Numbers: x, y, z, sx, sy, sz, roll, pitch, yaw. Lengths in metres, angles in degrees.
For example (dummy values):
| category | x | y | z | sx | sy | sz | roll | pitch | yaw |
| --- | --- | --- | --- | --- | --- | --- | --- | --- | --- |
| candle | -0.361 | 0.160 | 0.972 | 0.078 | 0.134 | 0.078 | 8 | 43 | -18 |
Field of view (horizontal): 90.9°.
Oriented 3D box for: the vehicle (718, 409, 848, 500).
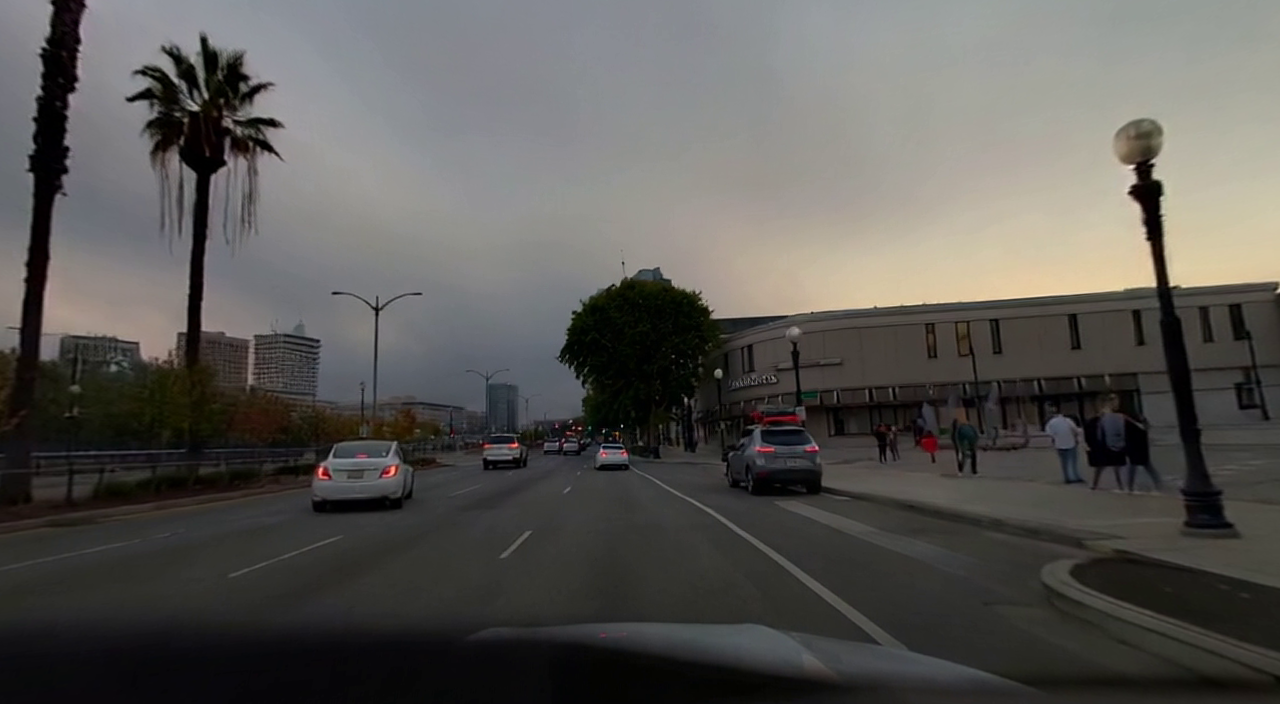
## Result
| category | x | y | z | sx | sy | sz | roll | pitch | yaw |
| --- | --- | --- | --- | --- | --- | --- | --- | --- | --- |
| vehicle | 3.751 | 2.835 | 17.705 | 2.126 | 2.167 | 5.098 | 0 | -9 | -4 |

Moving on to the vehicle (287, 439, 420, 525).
| category | x | y | z | sx | sy | sz | roll | pitch | yaw |
| --- | --- | --- | --- | --- | --- | --- | --- | --- | --- |
| vehicle | -5.905 | 2.659 | 13.573 | 1.930 | 1.477 | 4.657 | 2 | -9 | -17 |

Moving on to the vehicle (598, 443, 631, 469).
| category | x | y | z | sx | sy | sz | roll | pitch | yaw |
| --- | --- | --- | --- | --- | --- | --- | --- | --- | --- |
| vehicle | -1.662 | 6.522 | 39.696 | 1.972 | 1.473 | 4.000 | 0 | -9 | -4 |

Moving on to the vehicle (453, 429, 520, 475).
| category | x | y | z | sx | sy | sz | roll | pitch | yaw |
| --- | --- | --- | --- | --- | --- | --- | --- | --- | --- |
| vehicle | -7.342 | 4.852 | 30.762 | 2.164 | 2.047 | 5.455 | 0 | -9 | -3 |
